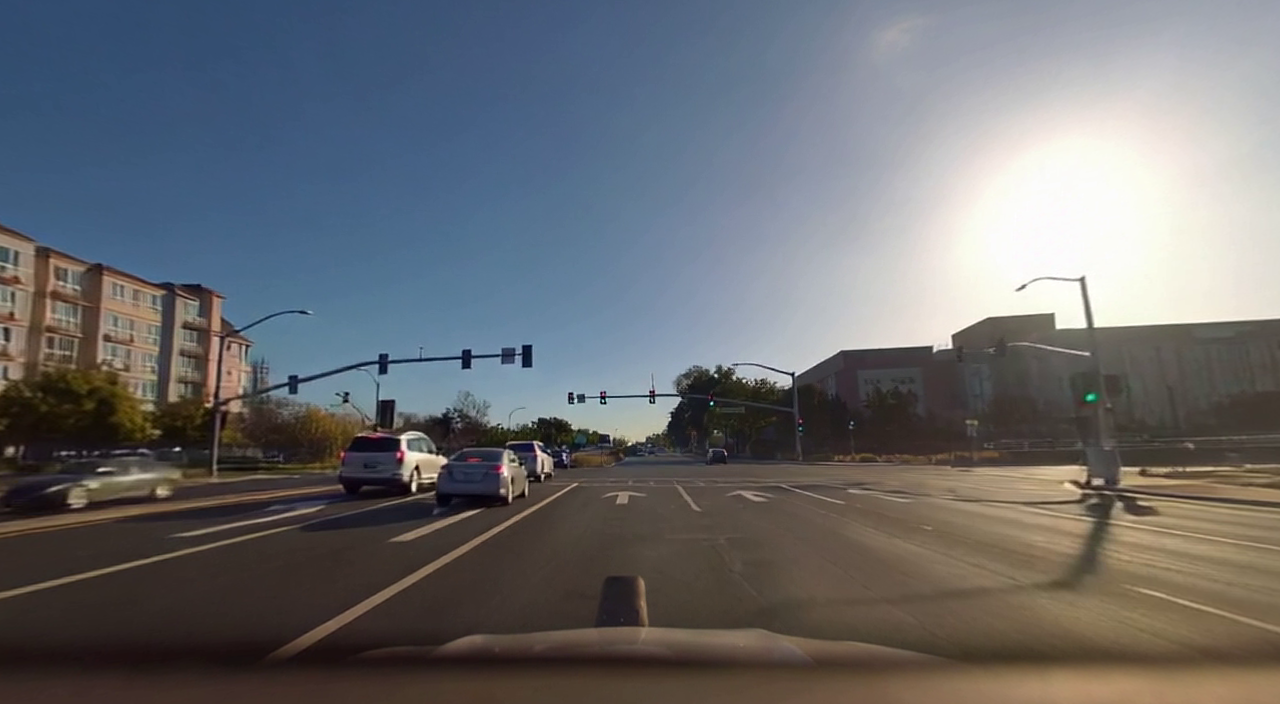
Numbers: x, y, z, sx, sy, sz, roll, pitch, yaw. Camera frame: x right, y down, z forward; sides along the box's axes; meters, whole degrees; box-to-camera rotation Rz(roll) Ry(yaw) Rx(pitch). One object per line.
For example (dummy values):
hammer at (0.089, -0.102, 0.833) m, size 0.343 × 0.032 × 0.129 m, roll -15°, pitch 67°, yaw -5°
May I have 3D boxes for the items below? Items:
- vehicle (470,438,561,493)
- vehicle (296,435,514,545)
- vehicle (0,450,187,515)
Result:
vehicle at (-3.823, 3.564, 20.181) m, size 1.974 × 1.538 × 4.287 m, roll 0°, pitch -8°, yaw 1°
vehicle at (-3.662, 2.217, 10.926) m, size 2.018 × 1.463 × 4.603 m, roll 0°, pitch -8°, yaw 0°
vehicle at (-15.753, 3.601, 18.024) m, size 1.971 × 1.548 × 4.907 m, roll 0°, pitch -8°, yaw 1°
